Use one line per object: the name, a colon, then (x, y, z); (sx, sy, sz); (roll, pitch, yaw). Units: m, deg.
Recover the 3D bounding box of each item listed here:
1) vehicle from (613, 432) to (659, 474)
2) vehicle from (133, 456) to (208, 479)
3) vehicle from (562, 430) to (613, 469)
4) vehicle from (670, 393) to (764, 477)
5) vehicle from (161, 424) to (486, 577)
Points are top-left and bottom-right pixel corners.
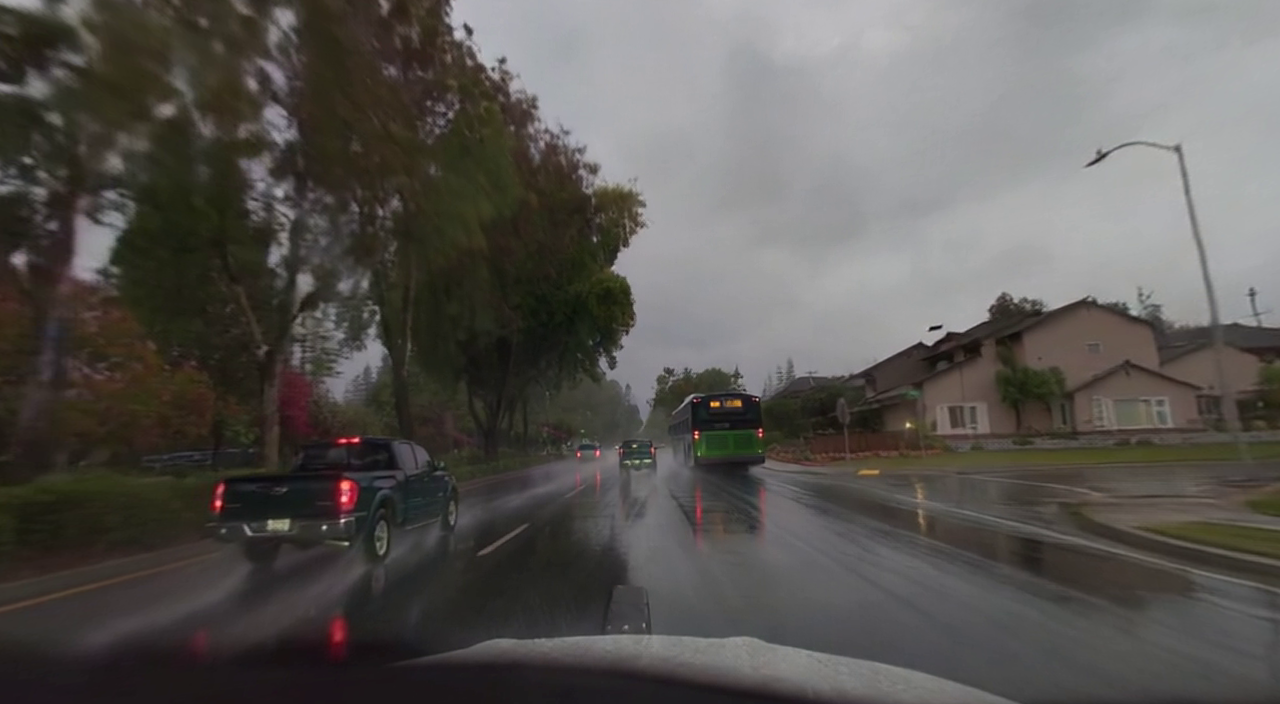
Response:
vehicle: (-0.158, 4.923, 30.885); (2.074, 1.849, 5.137); (-1, -8, 1)
vehicle: (-33.831, 8.300, 45.614); (1.745, 1.441, 4.693); (-1, -8, 1)
vehicle: (-2.949, 5.718, 36.955); (2.513, 2.066, 5.820); (-1, -8, 0)
vehicle: (3.303, 4.170, 31.070); (3.059, 3.264, 12.623); (-1, -8, 0)
vehicle: (-3.825, 1.874, 8.811); (2.109, 1.543, 4.535); (-1, -8, 1)
